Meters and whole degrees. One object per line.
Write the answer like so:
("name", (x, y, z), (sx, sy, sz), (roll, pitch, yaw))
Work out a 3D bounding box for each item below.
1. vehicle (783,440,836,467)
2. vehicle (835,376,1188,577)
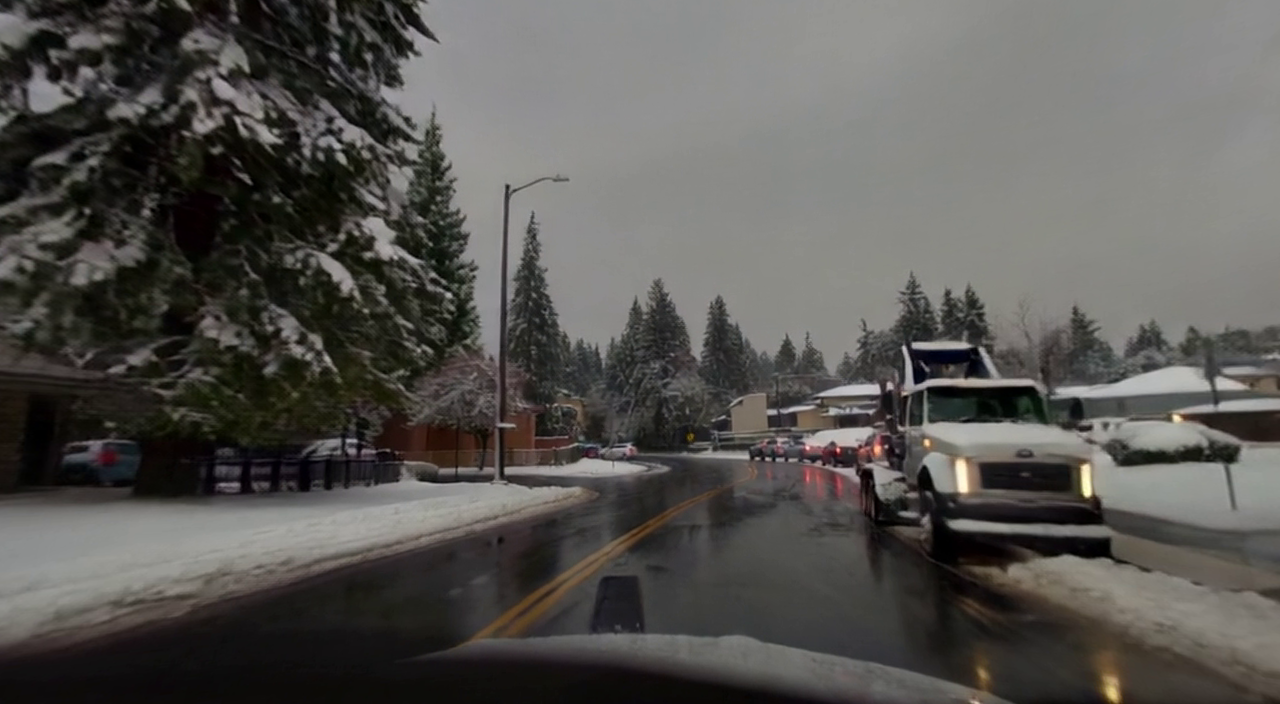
("vehicle", (11.582, 6.975, 43.439), (1.967, 1.698, 4.649), (1, -9, -5))
("vehicle", (4.941, 1.851, 10.288), (2.874, 2.021, 7.293), (-3, -9, 14))
